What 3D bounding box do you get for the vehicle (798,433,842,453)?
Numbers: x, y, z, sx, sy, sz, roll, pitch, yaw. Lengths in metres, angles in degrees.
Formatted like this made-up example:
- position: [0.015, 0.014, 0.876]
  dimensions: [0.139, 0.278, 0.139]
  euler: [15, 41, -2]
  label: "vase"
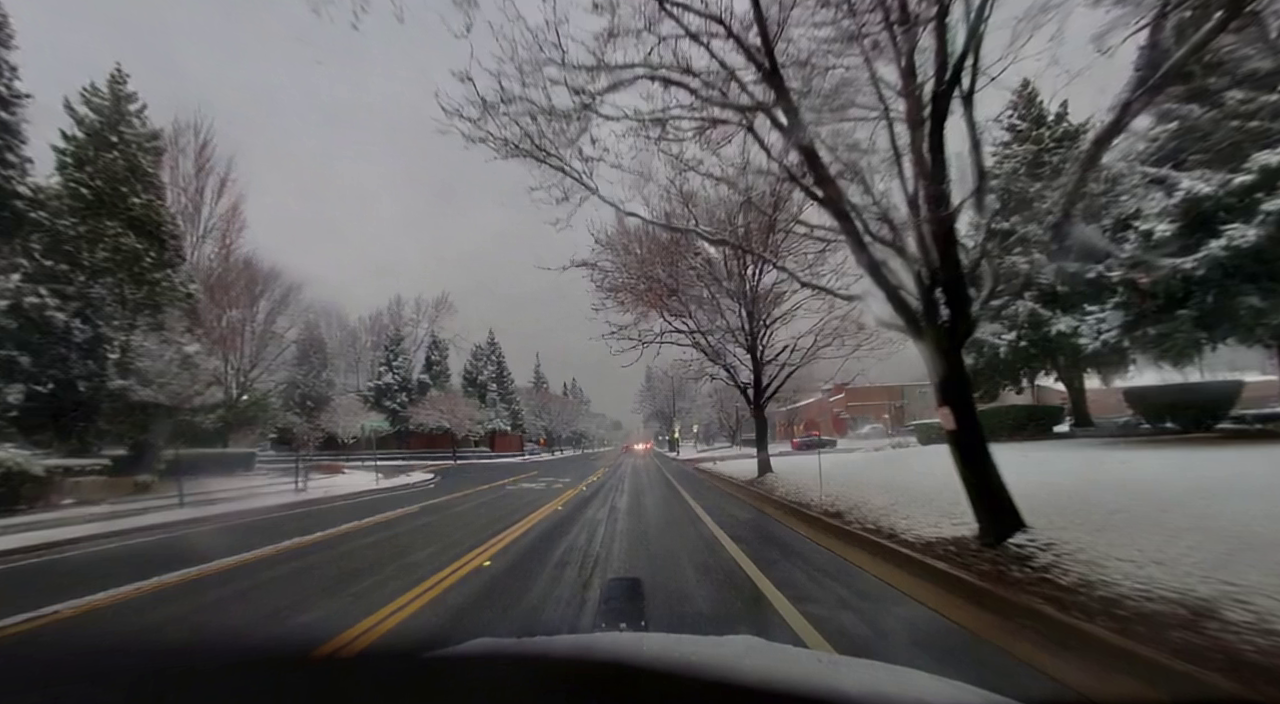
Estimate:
- position: [13.645, 6.958, 48.017]
  dimensions: [1.927, 1.464, 4.644]
  euler: [0, -8, 0]
  label: "vehicle"
